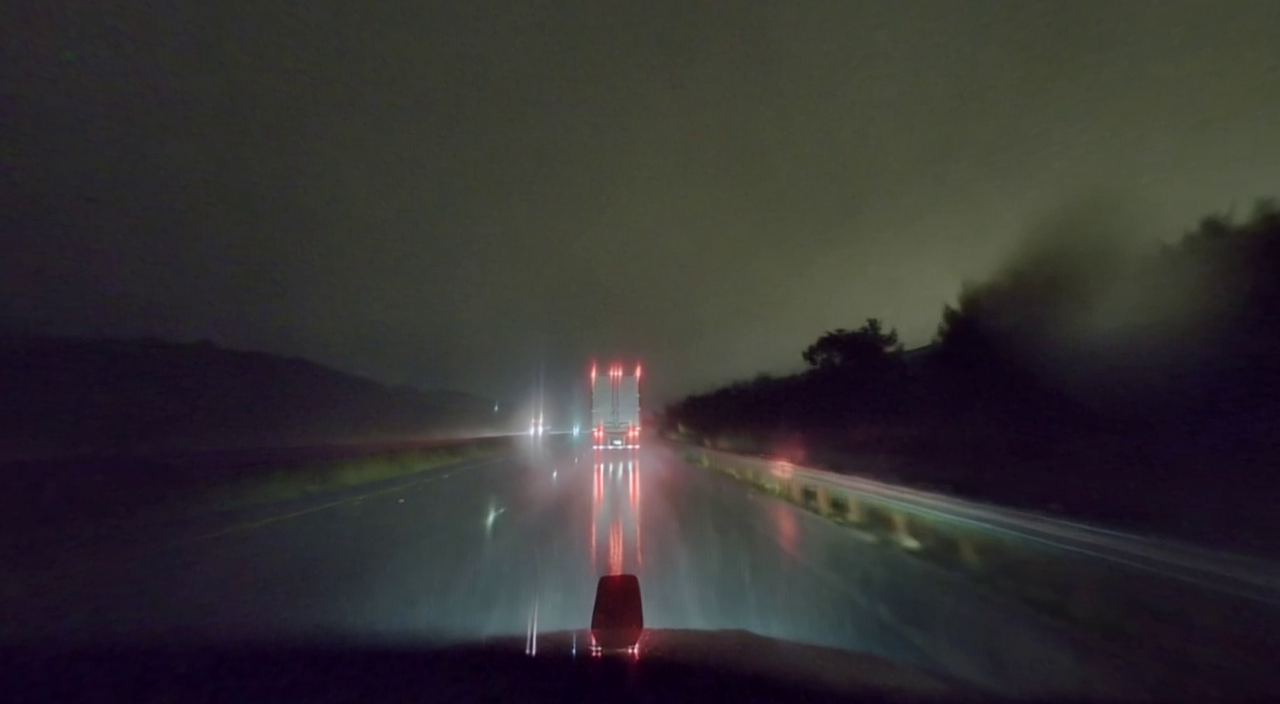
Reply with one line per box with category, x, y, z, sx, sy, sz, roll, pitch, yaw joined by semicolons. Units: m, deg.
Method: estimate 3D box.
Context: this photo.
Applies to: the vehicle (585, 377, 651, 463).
vehicle;-1.256;3.861;34.492;3.023;3.965;10.402;1;-8;-3
